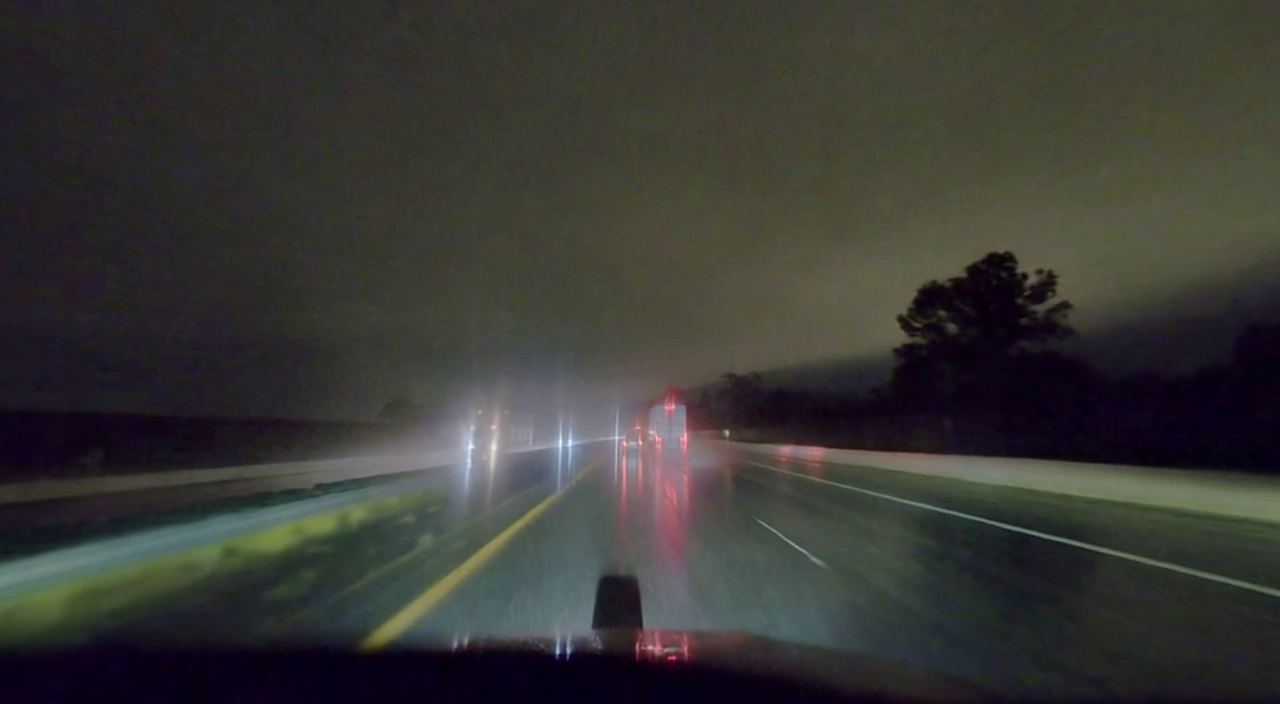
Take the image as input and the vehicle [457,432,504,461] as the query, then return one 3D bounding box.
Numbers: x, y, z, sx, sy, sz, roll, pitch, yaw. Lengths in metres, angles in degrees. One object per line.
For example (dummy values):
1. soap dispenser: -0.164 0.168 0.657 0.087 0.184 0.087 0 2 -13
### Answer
1. vehicle: -11.030 6.519 43.746 2.007 1.888 4.537 0 -8 1
